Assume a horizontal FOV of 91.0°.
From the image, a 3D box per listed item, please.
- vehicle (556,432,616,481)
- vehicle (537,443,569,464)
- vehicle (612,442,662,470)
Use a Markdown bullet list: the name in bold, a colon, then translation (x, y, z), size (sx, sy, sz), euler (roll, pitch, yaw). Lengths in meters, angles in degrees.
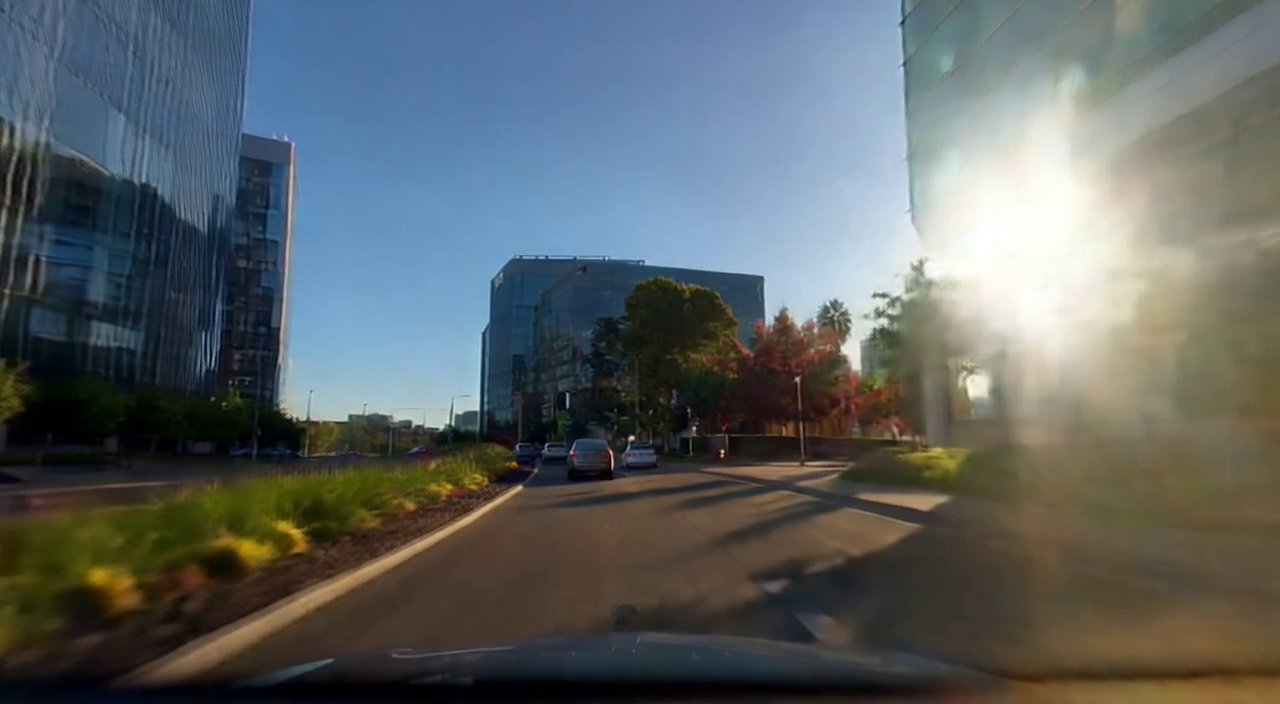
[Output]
- **vehicle**: translation (-2.211, 4.147, 25.276), size (2.173, 1.761, 4.374), euler (1, -9, -6)
- **vehicle**: translation (-6.803, 7.838, 48.739), size (2.029, 1.515, 4.494), euler (2, -9, -13)
- **vehicle**: translation (-0.259, 5.933, 36.152), size (2.116, 1.506, 4.355), euler (2, -9, -10)
